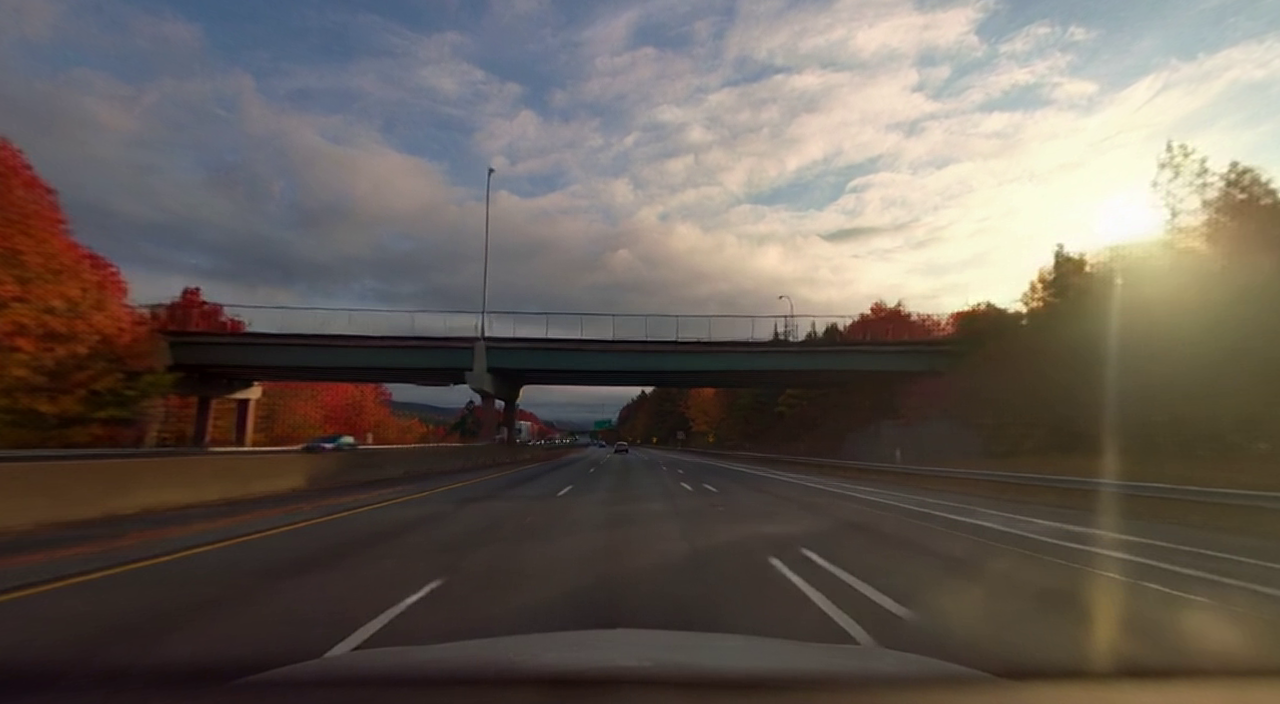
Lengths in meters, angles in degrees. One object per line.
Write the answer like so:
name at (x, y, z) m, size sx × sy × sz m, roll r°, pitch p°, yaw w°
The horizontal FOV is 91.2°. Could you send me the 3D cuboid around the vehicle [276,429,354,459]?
vehicle at (-17.362, 4.990, 33.706) m, size 1.838 × 1.488 × 4.497 m, roll 0°, pitch -9°, yaw -1°
